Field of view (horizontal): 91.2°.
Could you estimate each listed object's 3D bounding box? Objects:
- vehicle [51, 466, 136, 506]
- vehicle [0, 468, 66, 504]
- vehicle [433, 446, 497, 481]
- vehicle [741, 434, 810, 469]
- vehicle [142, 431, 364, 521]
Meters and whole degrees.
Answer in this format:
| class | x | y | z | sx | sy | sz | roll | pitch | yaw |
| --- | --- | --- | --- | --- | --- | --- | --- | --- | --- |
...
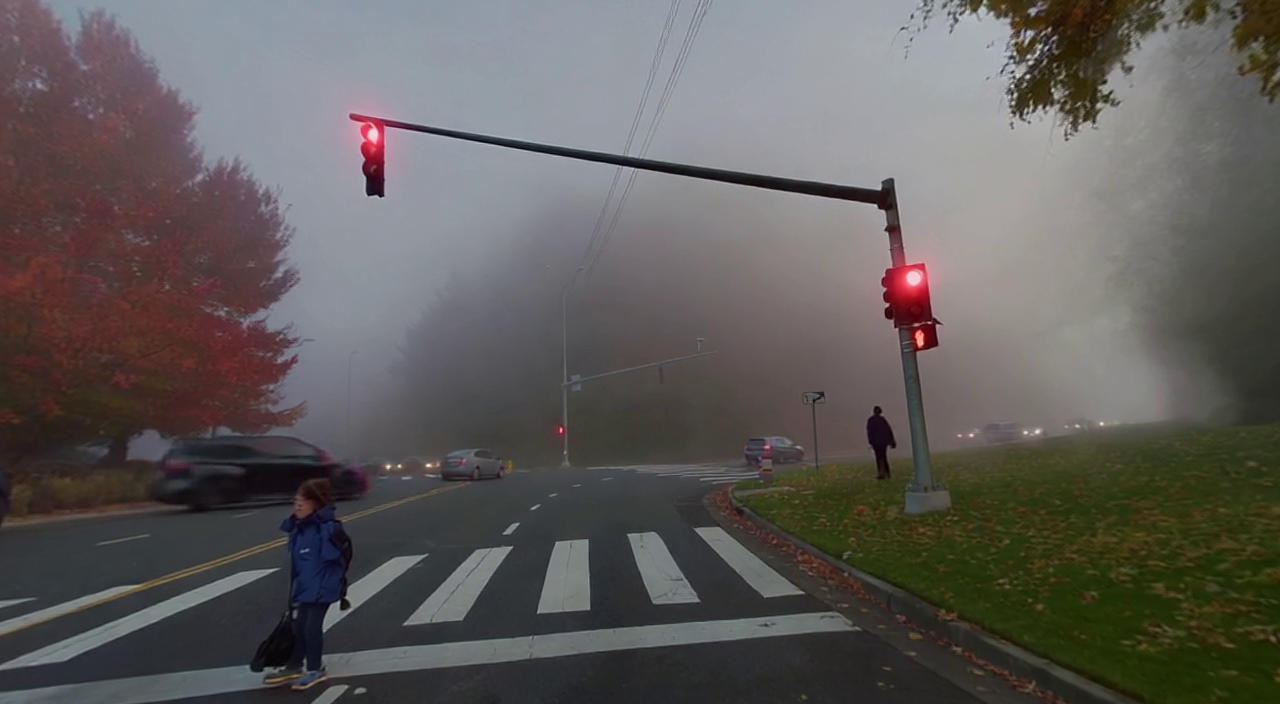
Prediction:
| class | x | y | z | sx | sy | sz | roll | pitch | yaw |
| --- | --- | --- | --- | --- | --- | --- | --- | --- | --- |
| vehicle | -25.377 | 6.191 | 29.281 | 1.694 | 1.528 | 4.225 | 3 | -9 | -23 |
| vehicle | -30.295 | 6.459 | 30.356 | 1.800 | 1.520 | 3.968 | 2 | -9 | -13 |
| vehicle | -8.927 | 5.693 | 32.294 | 1.832 | 1.674 | 3.805 | -1 | -9 | 6 |
| vehicle | 7.812 | 5.675 | 35.883 | 1.988 | 1.853 | 4.314 | -8 | -11 | 39 |
| vehicle | -9.592 | 3.030 | 15.867 | 1.942 | 1.920 | 4.263 | -8 | -11 | 39 |
